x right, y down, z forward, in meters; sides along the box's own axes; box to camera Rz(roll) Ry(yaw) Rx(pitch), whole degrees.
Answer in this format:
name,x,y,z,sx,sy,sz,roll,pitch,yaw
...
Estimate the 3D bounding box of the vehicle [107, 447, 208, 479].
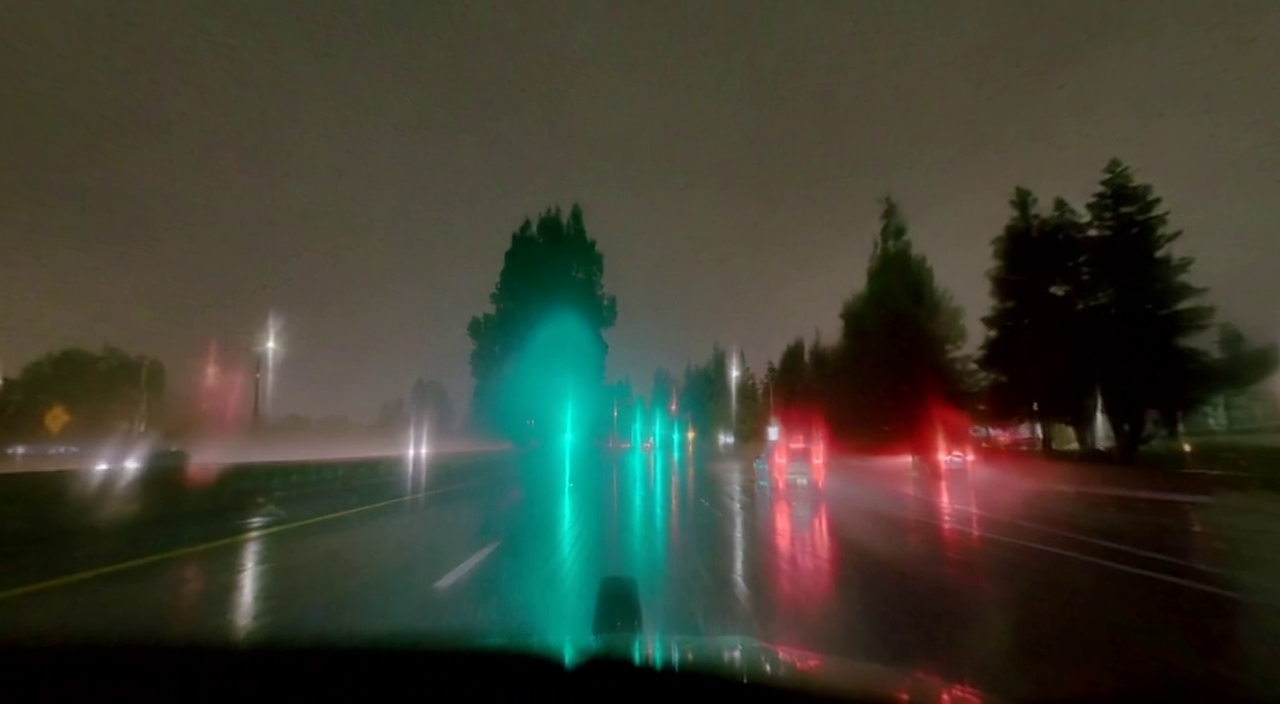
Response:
name,x,y,z,sx,sy,sz,roll,pitch,yaw
vehicle,-24.945,5.734,32.847,1.843,1.518,4.264,0,-9,0
